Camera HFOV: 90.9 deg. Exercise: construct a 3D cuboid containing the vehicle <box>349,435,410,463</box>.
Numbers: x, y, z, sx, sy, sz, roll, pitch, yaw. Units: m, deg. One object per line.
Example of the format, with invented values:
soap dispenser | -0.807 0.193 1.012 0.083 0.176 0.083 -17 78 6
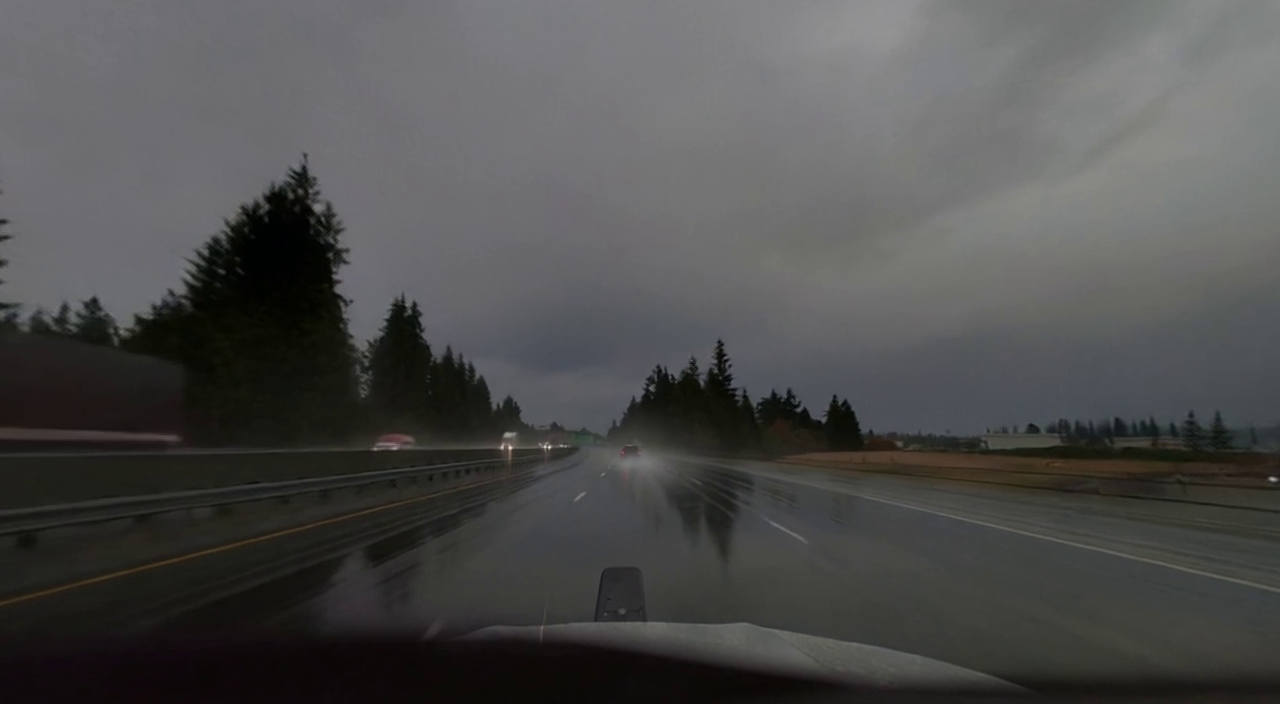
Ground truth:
vehicle | -16.544 6.178 40.221 2.082 1.628 4.275 0 -9 -1
